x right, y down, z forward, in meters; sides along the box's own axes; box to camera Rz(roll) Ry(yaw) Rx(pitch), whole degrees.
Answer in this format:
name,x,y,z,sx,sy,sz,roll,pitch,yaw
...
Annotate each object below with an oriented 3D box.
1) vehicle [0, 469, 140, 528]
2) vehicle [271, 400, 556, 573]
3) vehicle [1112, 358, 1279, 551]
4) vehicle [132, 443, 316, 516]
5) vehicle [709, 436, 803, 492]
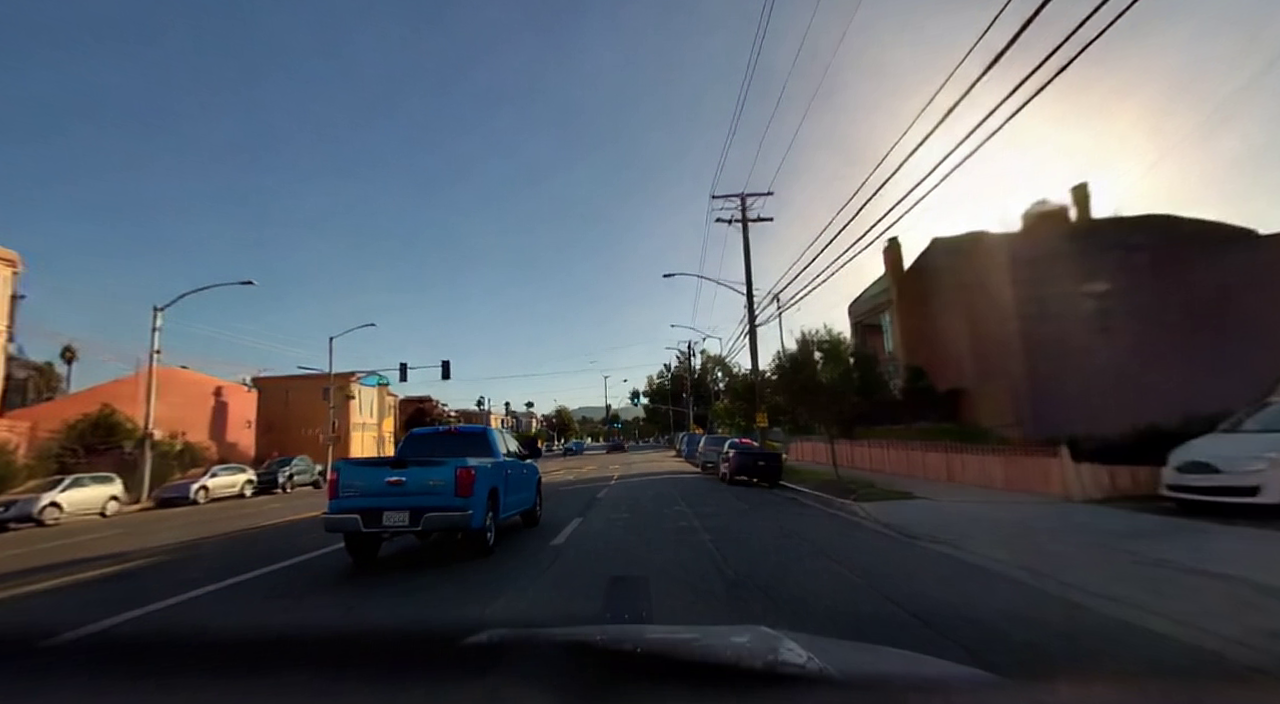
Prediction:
name,x,y,z,sx,sy,sz,roll,pitch,yaw
vehicle,-18.945,4.671,20.495,1.820,1.511,4.294,0,-8,0
vehicle,-2.862,1.880,9.661,2.242,1.890,5.306,-1,-9,2
vehicle,9.002,1.058,6.863,5.715,1.822,2.324,-1,-7,3
vehicle,-12.115,3.695,18.909,2.089,1.849,4.940,-1,-9,1
vehicle,3.446,3.420,19.581,2.012,1.491,4.333,0,-9,-1
